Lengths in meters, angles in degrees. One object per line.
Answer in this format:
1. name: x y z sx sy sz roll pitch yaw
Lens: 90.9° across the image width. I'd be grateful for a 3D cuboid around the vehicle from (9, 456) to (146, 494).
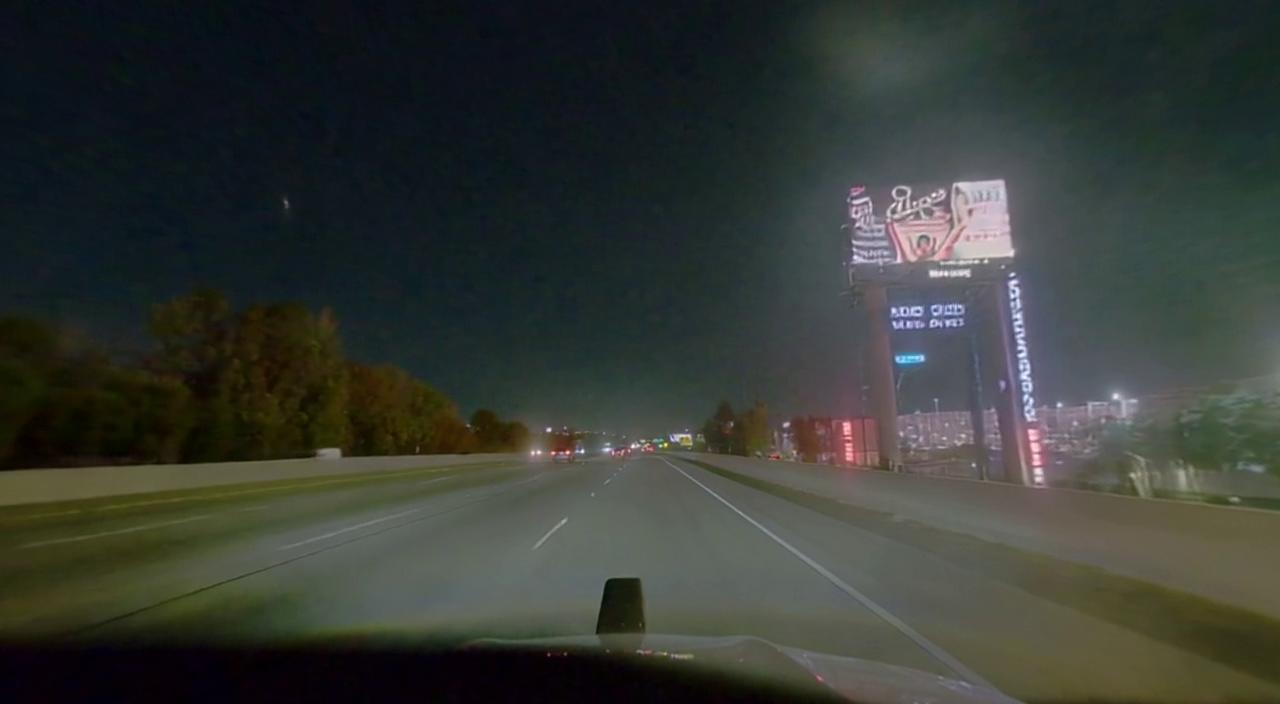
1. vehicle: -24.592 5.349 27.833 1.835 1.448 4.499 0 -8 1
